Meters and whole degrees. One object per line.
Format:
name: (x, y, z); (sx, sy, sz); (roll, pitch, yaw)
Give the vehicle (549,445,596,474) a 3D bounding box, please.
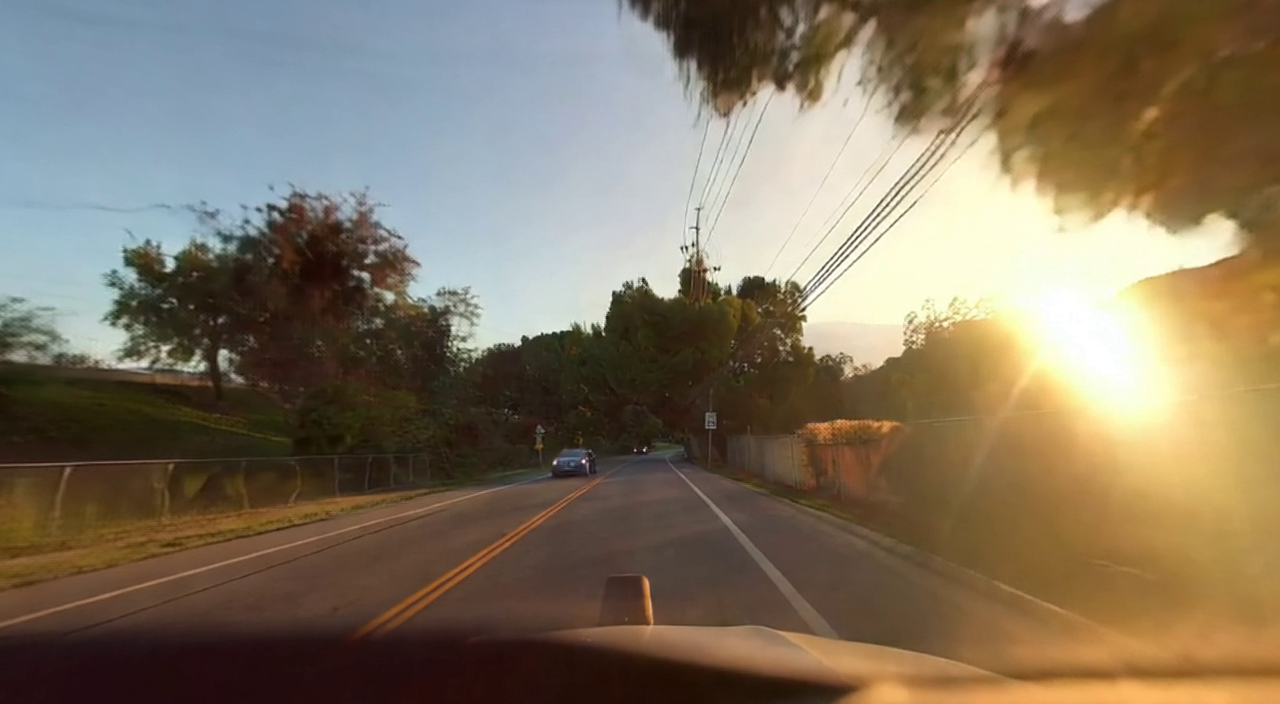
vehicle: (-3.687, 5.938, 35.200); (1.975, 1.481, 4.445); (-1, -9, 3)
